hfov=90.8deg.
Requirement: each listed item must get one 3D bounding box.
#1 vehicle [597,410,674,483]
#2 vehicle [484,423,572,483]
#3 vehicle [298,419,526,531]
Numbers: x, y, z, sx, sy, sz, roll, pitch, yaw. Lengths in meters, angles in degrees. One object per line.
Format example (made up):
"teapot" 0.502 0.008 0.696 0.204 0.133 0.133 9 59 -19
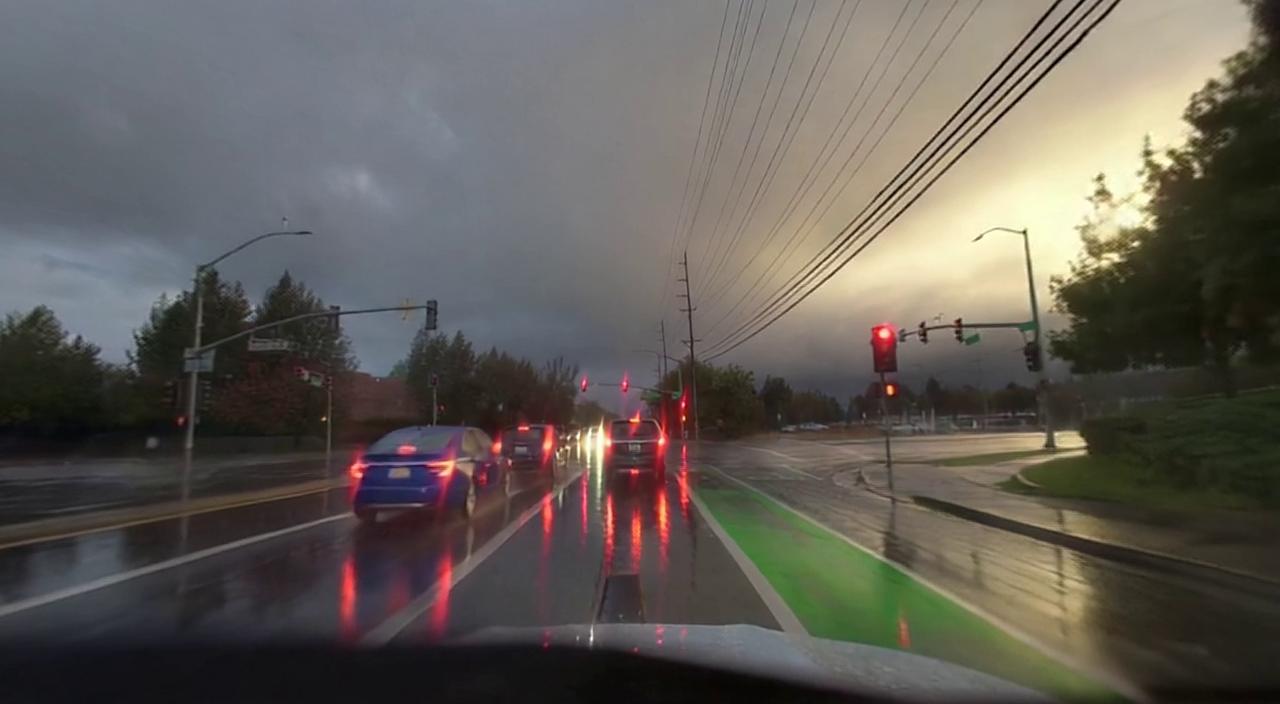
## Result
"vehicle" -0.162 2.876 19.320 2.036 1.885 5.196 1 -8 -1
"vehicle" -3.067 2.858 18.044 1.726 1.506 3.840 0 -8 1
"vehicle" -3.560 1.967 11.226 2.138 1.488 5.327 1 -7 -1
